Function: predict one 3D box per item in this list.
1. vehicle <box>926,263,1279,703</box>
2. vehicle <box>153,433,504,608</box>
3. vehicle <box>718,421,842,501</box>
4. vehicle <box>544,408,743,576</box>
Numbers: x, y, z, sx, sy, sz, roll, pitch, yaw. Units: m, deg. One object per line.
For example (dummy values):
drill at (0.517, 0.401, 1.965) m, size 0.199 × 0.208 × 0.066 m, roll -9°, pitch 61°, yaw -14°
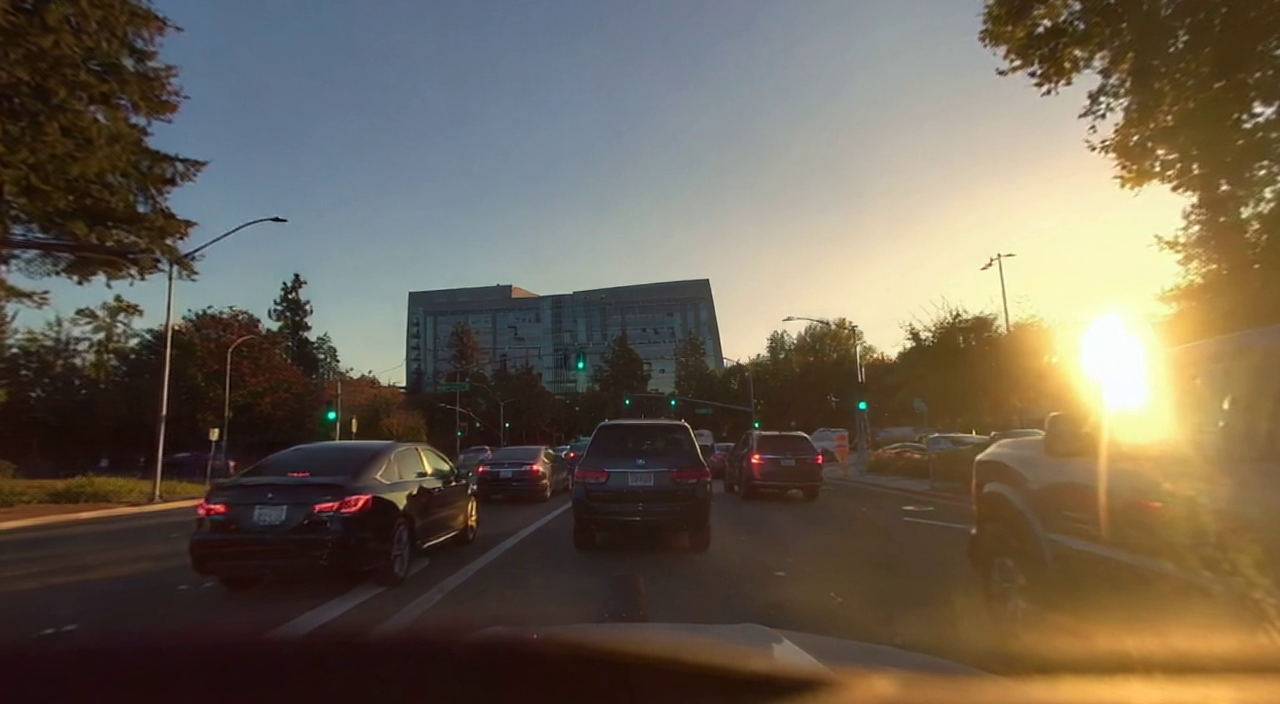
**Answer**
vehicle at (3.329, 0.585, 1.530) m, size 2.571 × 1.857 × 5.841 m, roll 0°, pitch -8°, yaw 0°
vehicle at (-3.181, 1.798, 7.819) m, size 1.909 × 1.476 × 4.751 m, roll 0°, pitch -8°, yaw 0°
vehicle at (3.716, 3.032, 17.942) m, size 2.408 × 1.908 × 5.355 m, roll 0°, pitch -8°, yaw 1°
vehicle at (0.063, 1.781, 8.748) m, size 2.113 × 1.768 × 3.901 m, roll 0°, pitch -8°, yaw 1°
